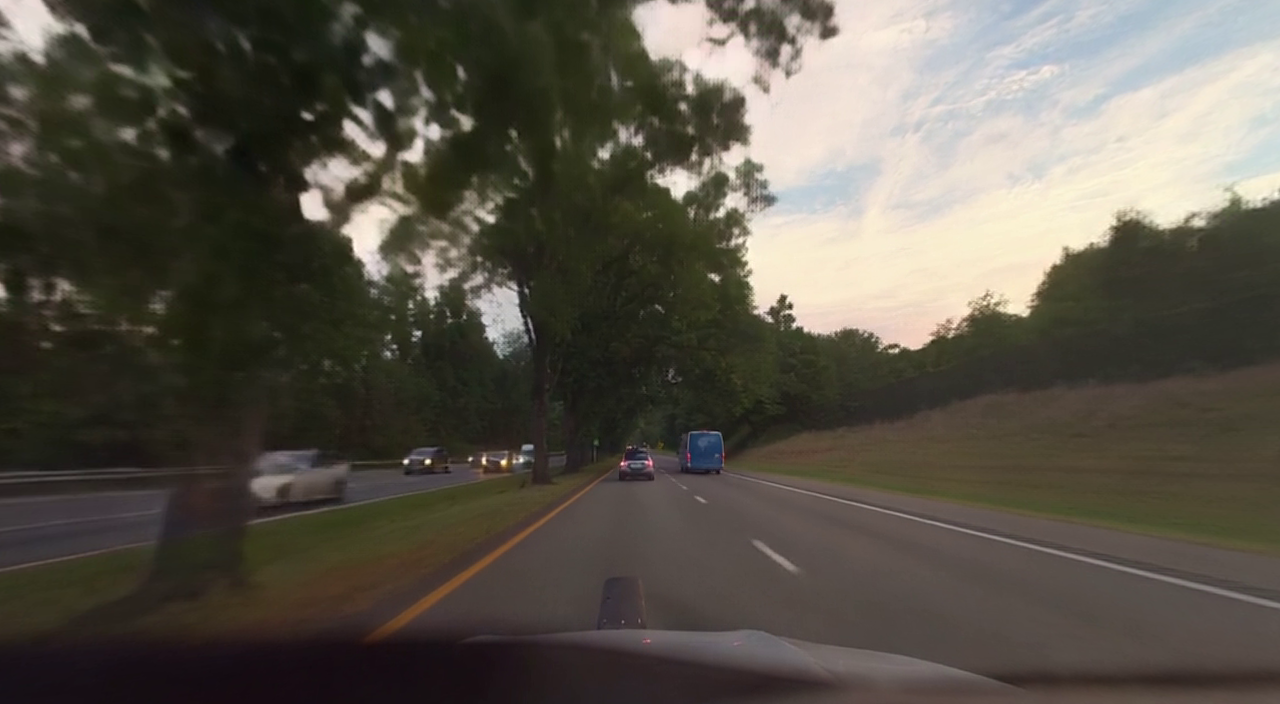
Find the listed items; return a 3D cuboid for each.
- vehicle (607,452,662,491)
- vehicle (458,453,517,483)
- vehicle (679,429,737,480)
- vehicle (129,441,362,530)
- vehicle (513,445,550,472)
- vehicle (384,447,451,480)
[{"bbox_3d":[-0.196,4.772,25.518,2.037,1.417,3.885,0,-9,0],"label":"vehicle"},{"bbox_3d":[-7.696,5.895,32.182,1.970,1.383,4.178,0,-9,0],"label":"vehicle"},{"bbox_3d":[3.713,5.836,35.904,2.513,2.633,5.930,0,-9,-1],"label":"vehicle"},{"bbox_3d":[-7.598,2.591,12.804,1.898,1.464,4.386,0,-9,0],"label":"vehicle"},{"bbox_3d":[-8.110,8.015,47.514,2.023,1.871,4.993,0,-9,-1],"label":"vehicle"},{"bbox_3d":[-11.977,6.014,34.203,2.074,1.614,4.220,0,-9,0],"label":"vehicle"}]
